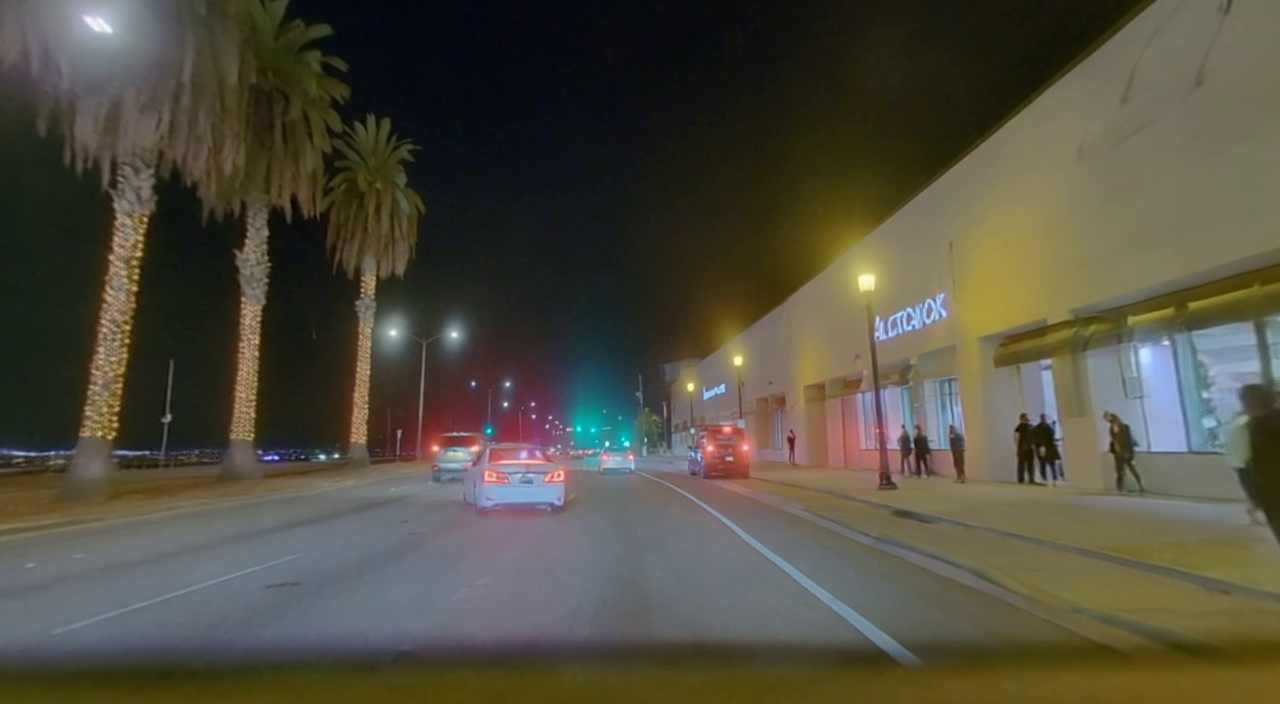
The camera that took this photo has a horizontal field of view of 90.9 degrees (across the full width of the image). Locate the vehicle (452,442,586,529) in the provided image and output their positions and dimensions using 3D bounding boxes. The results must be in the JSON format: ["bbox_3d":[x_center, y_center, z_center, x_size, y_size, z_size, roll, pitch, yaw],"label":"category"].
[{"bbox_3d":[-2.755,2.686,13.430,1.930,1.477,4.657,3,-9,-22],"label":"vehicle"}]

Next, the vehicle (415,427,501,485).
[{"bbox_3d":[-7.085,4.121,25.218,2.164,2.047,5.455,0,-9,-4],"label":"vehicle"}]

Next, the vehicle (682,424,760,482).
[{"bbox_3d":[3.259,4.240,26.621,2.126,2.167,5.098,0,-9,-5],"label":"vehicle"}]

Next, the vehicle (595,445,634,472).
[{"bbox_3d":[-1.533,6.109,36.423,1.972,1.473,4.000,1,-9,-6],"label":"vehicle"}]
